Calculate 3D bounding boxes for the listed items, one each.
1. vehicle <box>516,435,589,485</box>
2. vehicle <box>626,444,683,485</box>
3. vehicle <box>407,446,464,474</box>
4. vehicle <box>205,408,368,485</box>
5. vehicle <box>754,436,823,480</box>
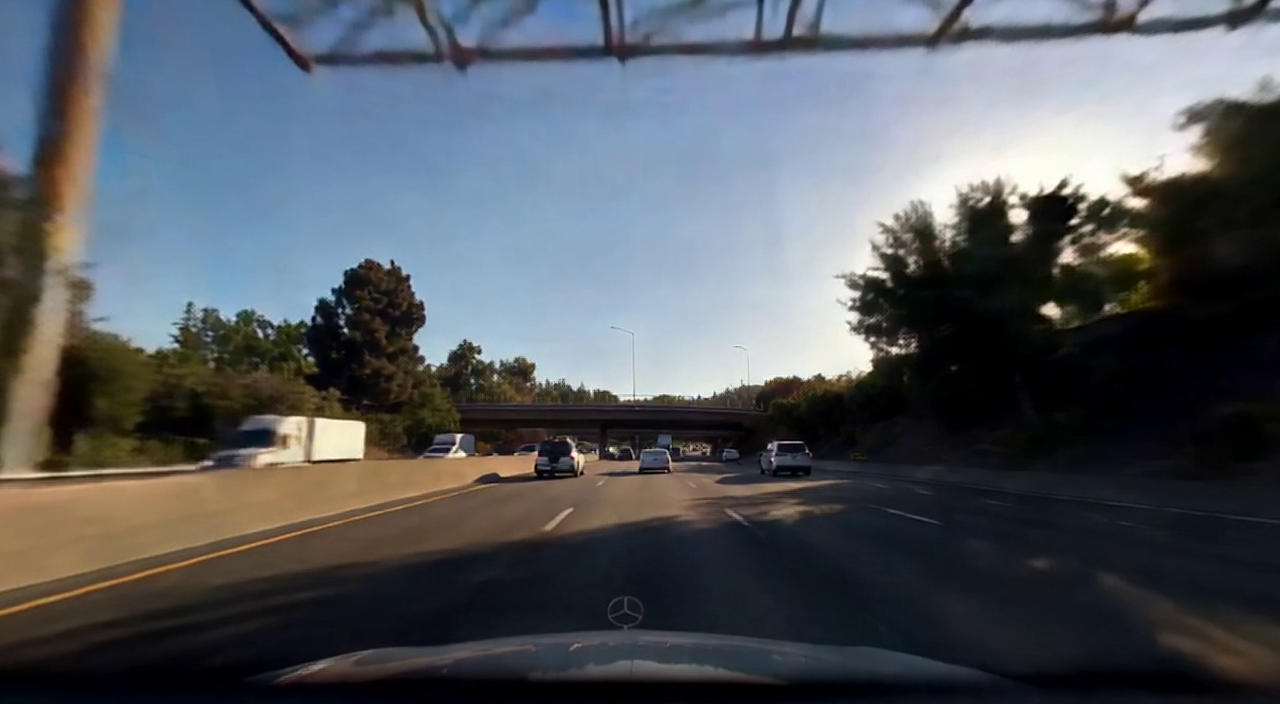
[{"bbox_3d":[-3.238,4.135,24.379,2.140,1.720,4.410,0,-9,1],"label":"vehicle"},{"bbox_3d":[0.548,4.373,24.861,2.071,1.464,4.162,0,-9,1],"label":"vehicle"},{"bbox_3d":[-12.143,6.422,37.779,1.926,1.518,4.327,0,-9,1],"label":"vehicle"},{"bbox_3d":[-16.146,4.421,29.767,2.833,3.095,8.225,-1,-8,1],"label":"vehicle"},{"bbox_3d":[7.051,5.107,30.562,2.094,1.916,5.099,0,-9,0],"label":"vehicle"}]
